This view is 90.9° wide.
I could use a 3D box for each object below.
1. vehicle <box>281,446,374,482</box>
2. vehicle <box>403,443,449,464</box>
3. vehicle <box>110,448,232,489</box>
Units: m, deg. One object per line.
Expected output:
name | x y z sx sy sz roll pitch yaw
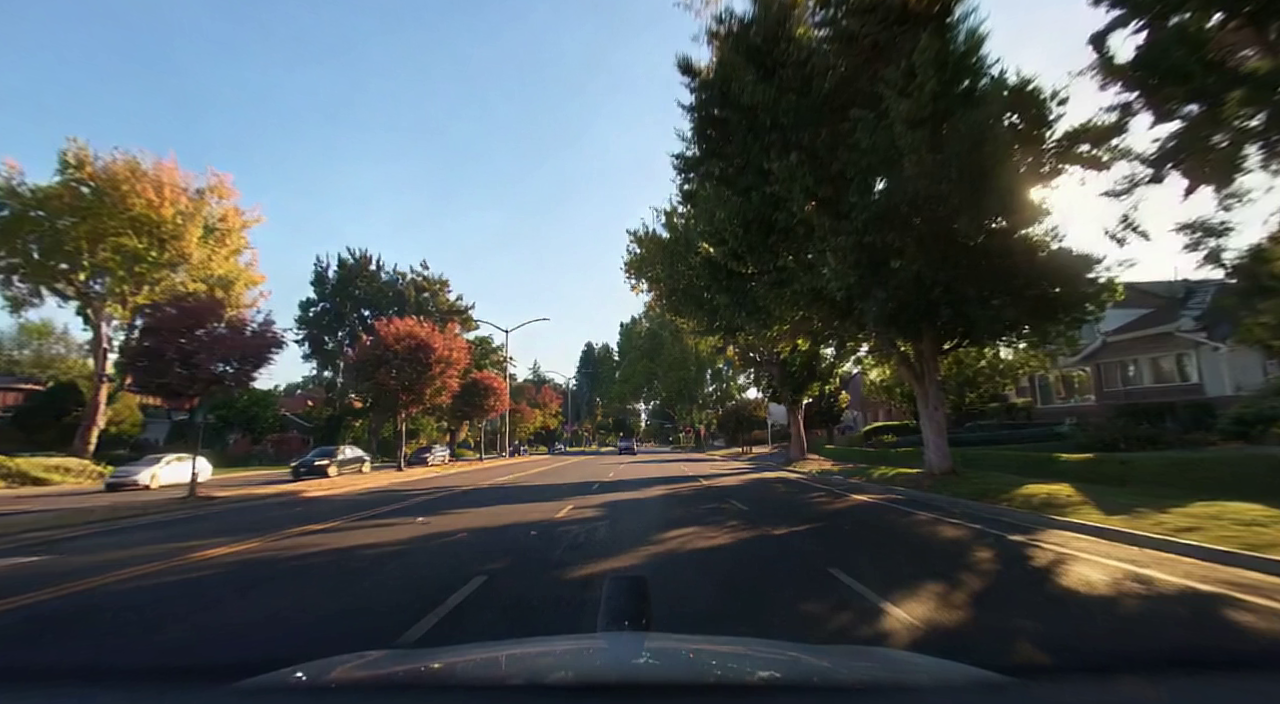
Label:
vehicle | -13.569 4.866 27.686 1.782 1.444 4.239 -1 -9 2
vehicle | -16.583 7.868 48.996 1.869 1.557 4.424 -1 -9 2
vehicle | -20.793 5.164 28.219 1.970 1.650 4.463 -1 -9 1
